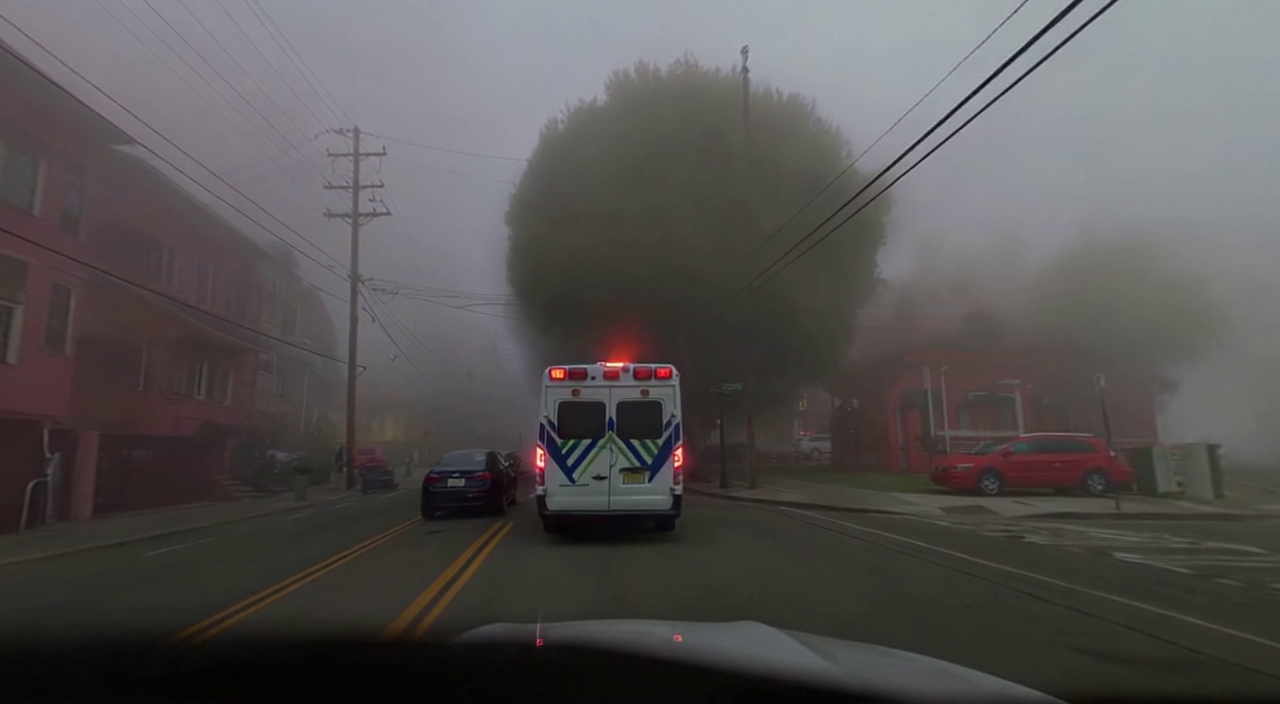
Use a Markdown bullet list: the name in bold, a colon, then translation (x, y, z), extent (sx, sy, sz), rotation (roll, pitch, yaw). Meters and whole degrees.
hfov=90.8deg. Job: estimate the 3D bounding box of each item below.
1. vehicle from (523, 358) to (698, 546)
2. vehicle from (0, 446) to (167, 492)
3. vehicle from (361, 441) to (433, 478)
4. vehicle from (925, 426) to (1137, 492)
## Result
- **vehicle**: translation (-0.411, 1.804, 11.753), extent (2.444, 2.640, 5.482), rotation (0, -8, 0)
- **vehicle**: translation (-19.437, 4.004, 21.904), extent (4.412, 1.468, 1.914), rotation (0, -8, -3)
- **vehicle**: translation (-13.037, 5.667, 33.732), extent (2.290, 1.776, 4.947), rotation (6, -10, -36)
- **vehicle**: translation (12.520, 3.491, 20.700), extent (5.270, 1.966, 2.329), rotation (-2, -8, 10)
